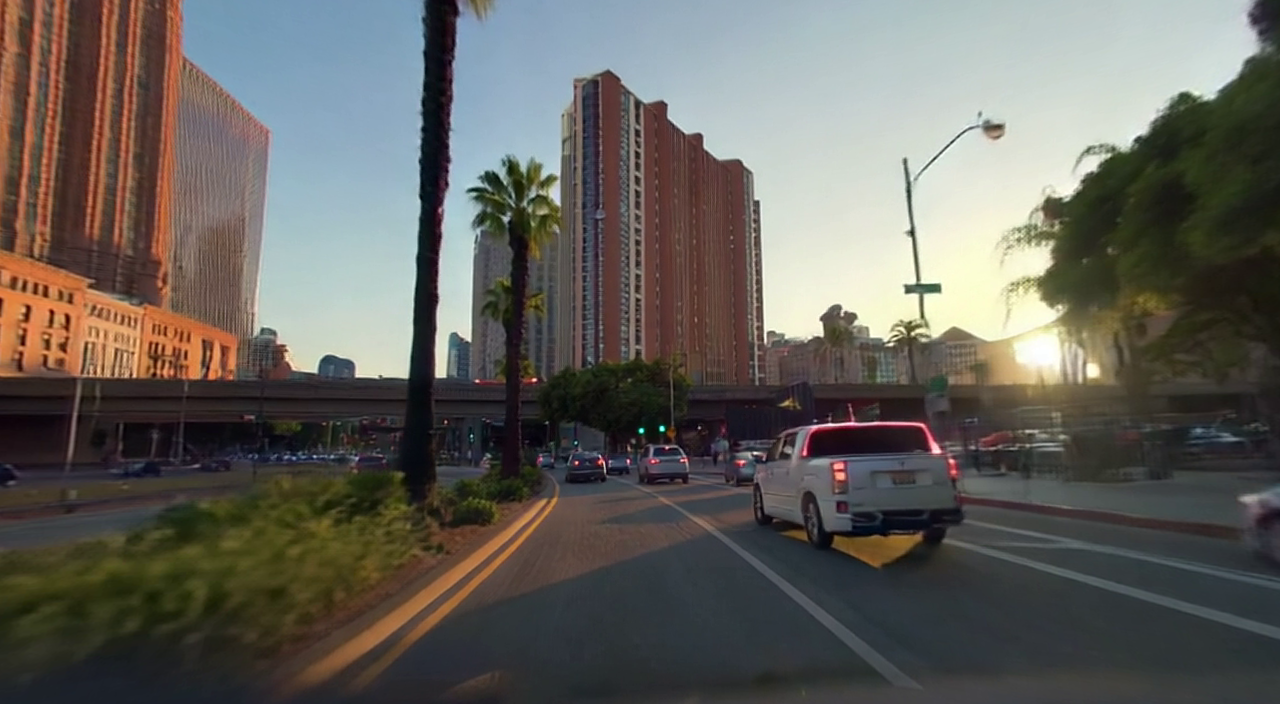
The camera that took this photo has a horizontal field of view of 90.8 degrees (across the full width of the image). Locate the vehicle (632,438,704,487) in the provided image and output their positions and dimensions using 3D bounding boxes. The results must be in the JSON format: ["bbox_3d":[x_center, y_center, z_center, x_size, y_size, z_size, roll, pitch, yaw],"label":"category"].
[{"bbox_3d":[1.145,5.018,29.033,2.407,1.991,5.130,1,-9,-8],"label":"vehicle"}]

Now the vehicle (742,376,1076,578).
[{"bbox_3d":[3.384,1.740,9.544,2.434,2.171,5.098,1,-9,-5],"label":"vehicle"}]

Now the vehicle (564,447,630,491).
[{"bbox_3d":[-1.904,4.773,26.228,2.332,1.625,4.933,1,-9,-8],"label":"vehicle"}]
